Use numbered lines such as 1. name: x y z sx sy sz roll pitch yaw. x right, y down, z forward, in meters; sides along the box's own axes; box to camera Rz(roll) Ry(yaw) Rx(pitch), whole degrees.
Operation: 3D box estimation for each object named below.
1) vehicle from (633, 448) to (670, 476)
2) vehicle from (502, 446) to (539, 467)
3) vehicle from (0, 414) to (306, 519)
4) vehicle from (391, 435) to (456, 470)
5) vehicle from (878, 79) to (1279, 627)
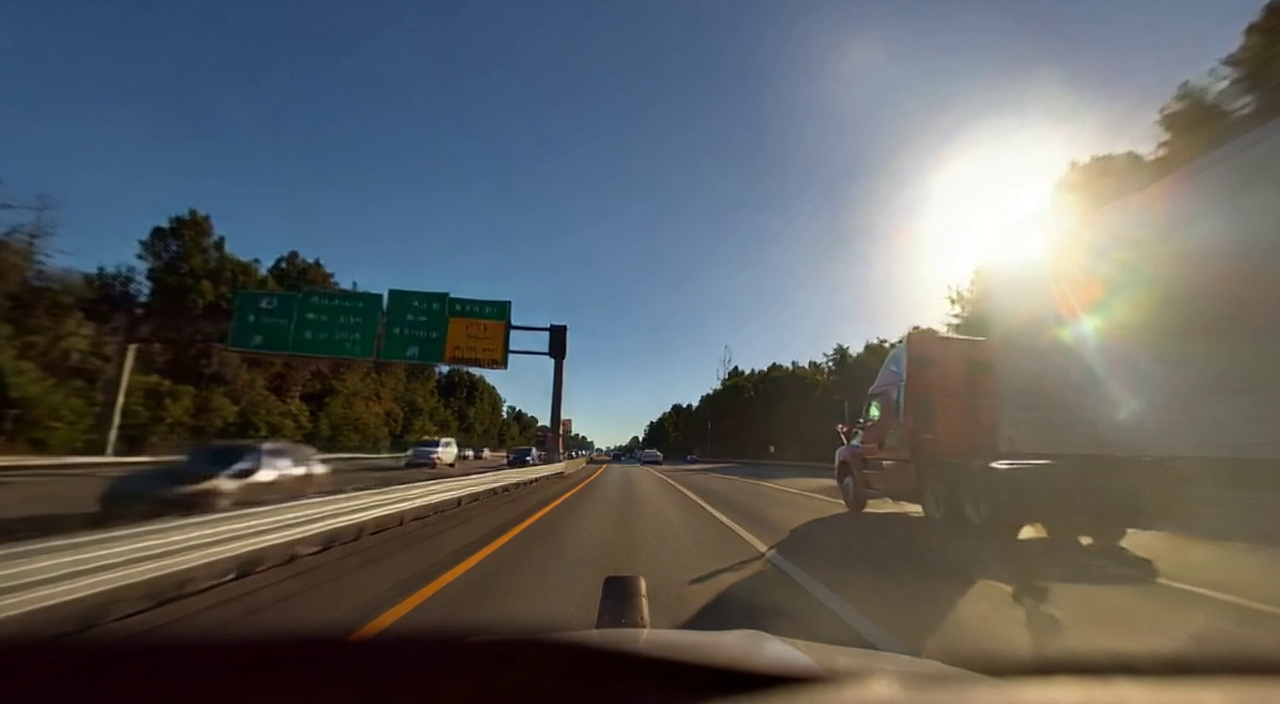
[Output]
1. vehicle: 0.687 6.751 38.882 2.111 1.599 3.859 0 -9 0
2. vehicle: -9.099 7.977 48.385 1.943 1.521 4.628 0 -9 -1
3. vehicle: -8.280 2.007 11.412 1.932 1.501 4.607 0 -9 -1
4. vehicle: -12.646 5.920 37.166 2.026 1.875 5.341 0 -9 -1
5. vehicle: 6.210 0.180 5.760 2.890 4.006 14.039 0 -9 1
